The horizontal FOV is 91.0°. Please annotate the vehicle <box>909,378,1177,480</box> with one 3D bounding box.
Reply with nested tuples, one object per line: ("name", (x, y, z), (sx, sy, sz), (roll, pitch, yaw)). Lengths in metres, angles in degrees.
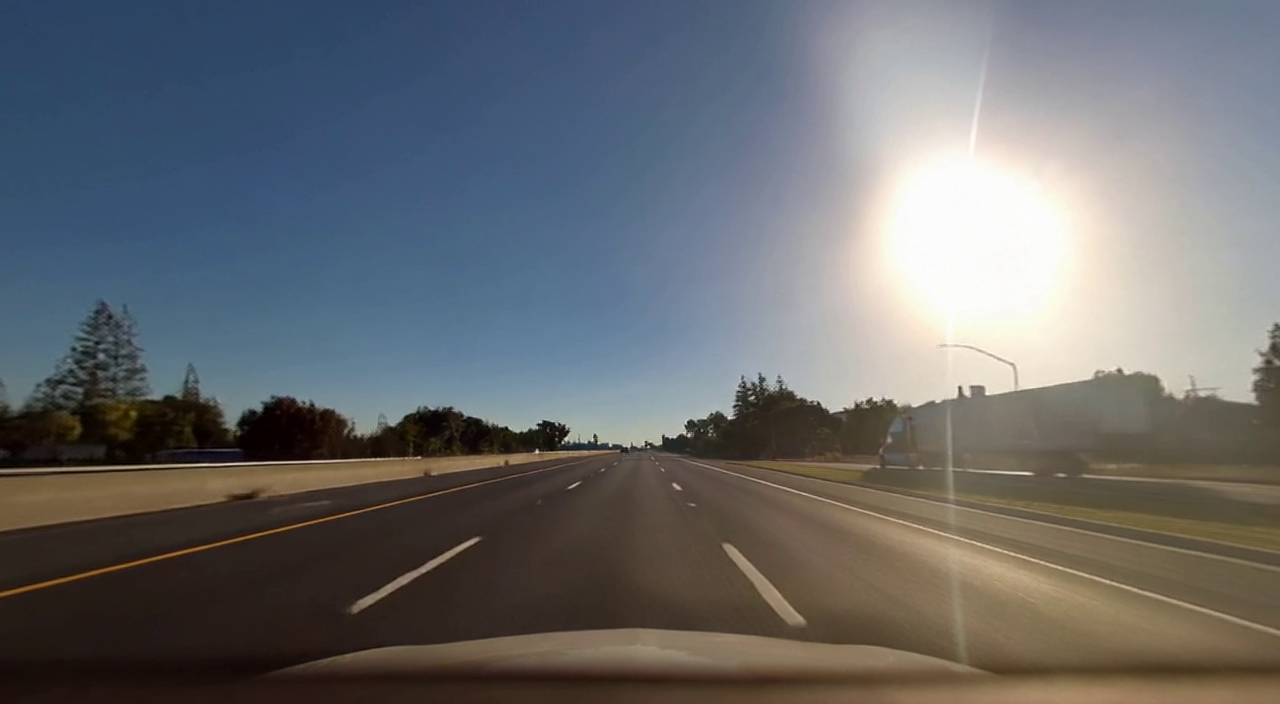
("vehicle", (20.105, 4.403, 34.044), (2.939, 4.193, 15.754), (1, -9, -5))
